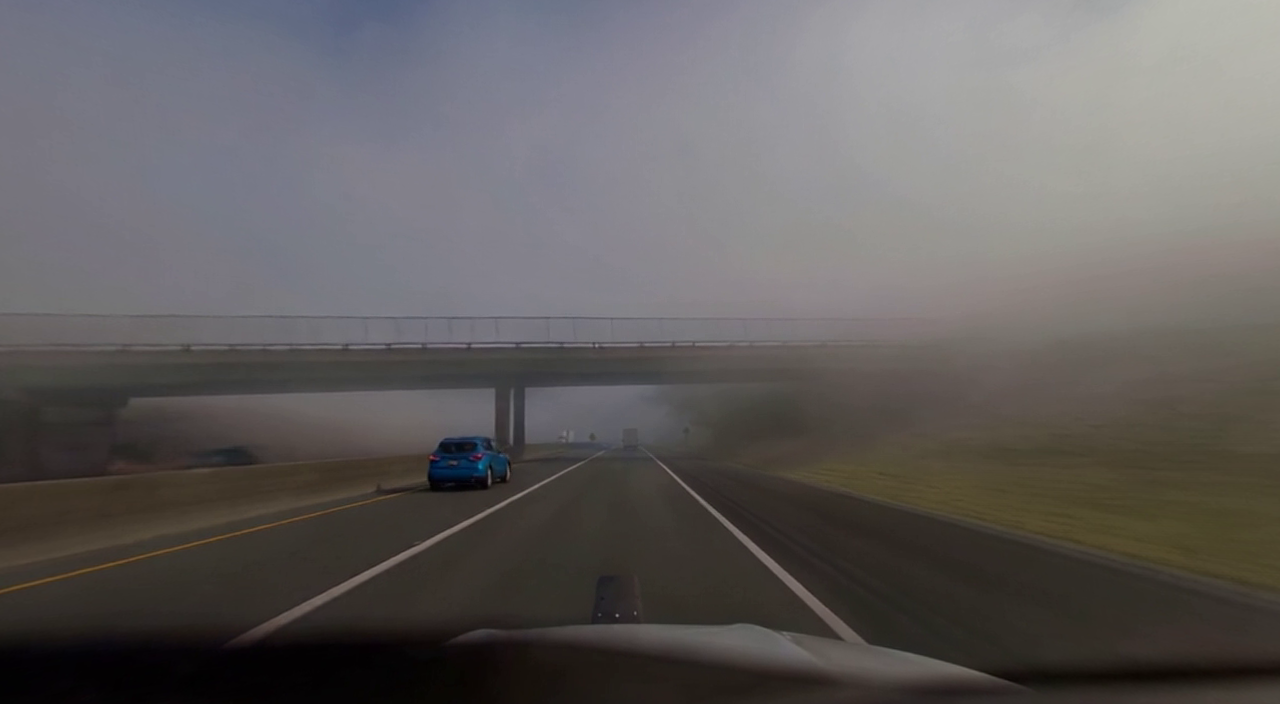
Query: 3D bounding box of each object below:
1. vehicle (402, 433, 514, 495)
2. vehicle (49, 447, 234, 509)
[{"bbox_3d":[-4.882,3.011,17.496,1.965,1.513,3.774,0,-8,0],"label":"vehicle"},{"bbox_3d":[-13.769,3.449,17.815,1.813,1.437,4.270,0,-8,-1],"label":"vehicle"}]
